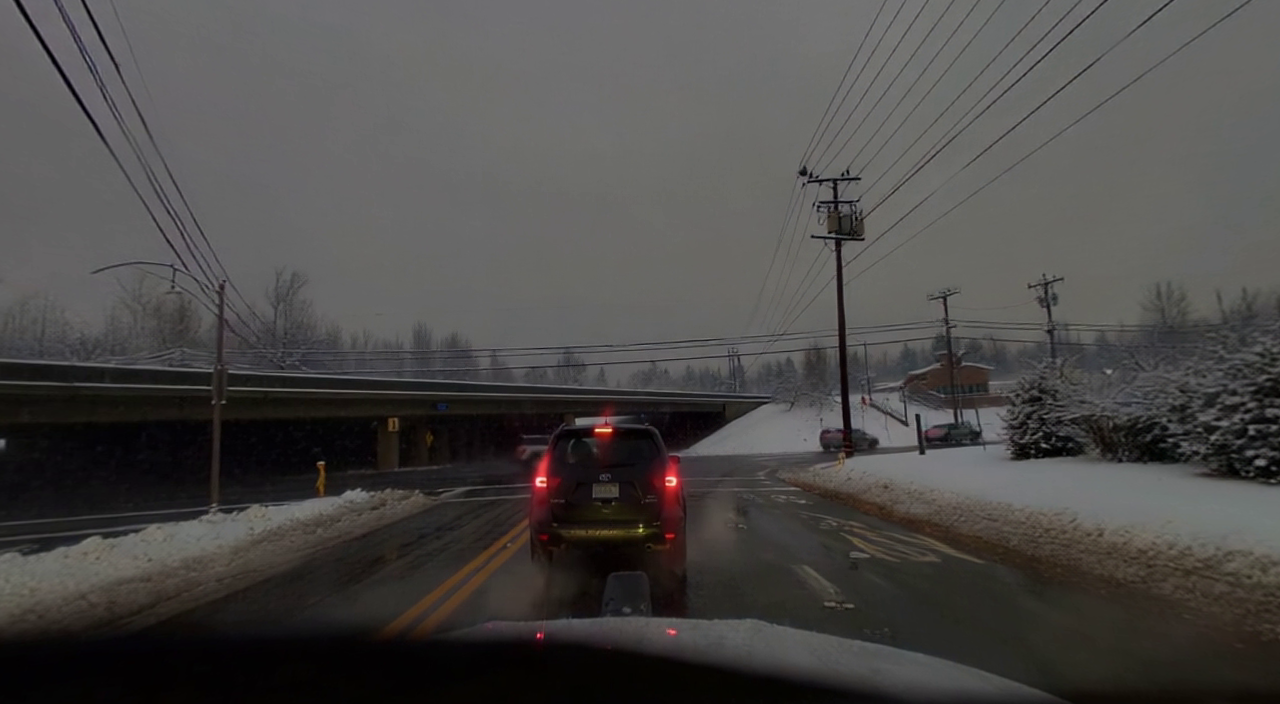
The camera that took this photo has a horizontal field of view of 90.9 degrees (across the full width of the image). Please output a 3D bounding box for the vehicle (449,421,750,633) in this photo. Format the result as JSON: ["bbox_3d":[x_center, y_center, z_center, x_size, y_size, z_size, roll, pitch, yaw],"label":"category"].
[{"bbox_3d":[-0.245,1.529,6.470,2.090,1.458,4.033,-1,-9,1],"label":"vehicle"}]
